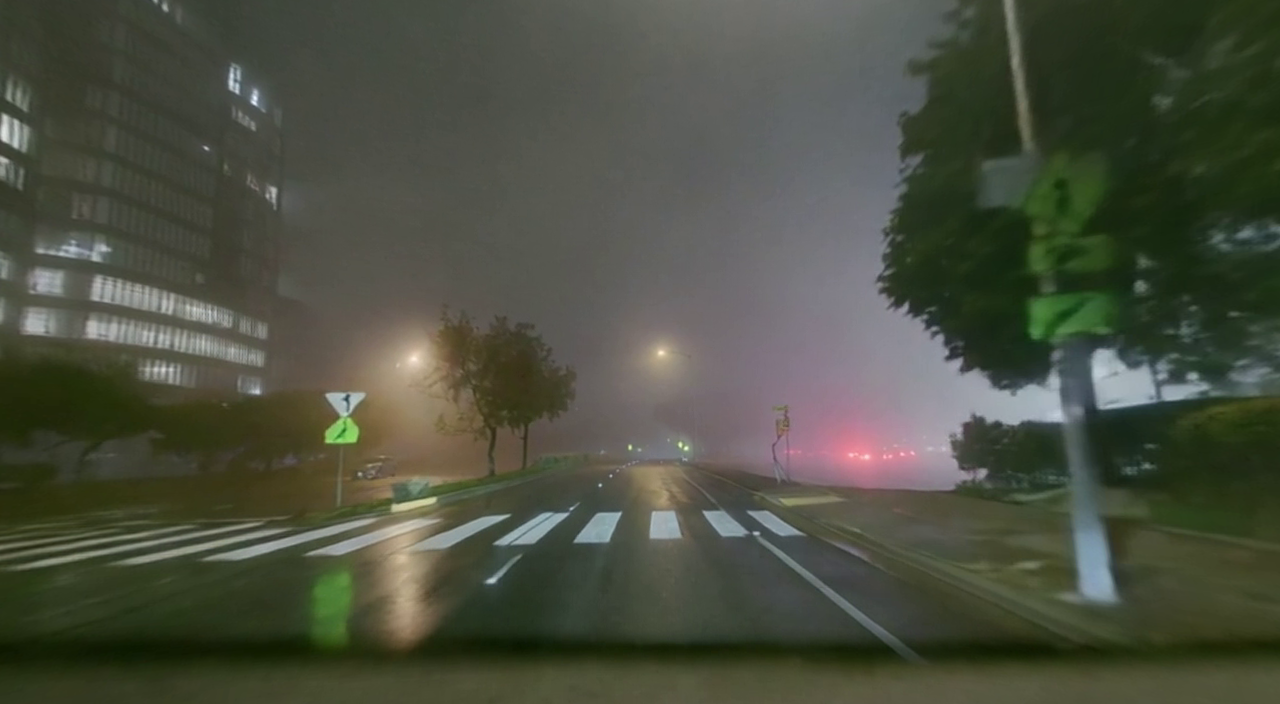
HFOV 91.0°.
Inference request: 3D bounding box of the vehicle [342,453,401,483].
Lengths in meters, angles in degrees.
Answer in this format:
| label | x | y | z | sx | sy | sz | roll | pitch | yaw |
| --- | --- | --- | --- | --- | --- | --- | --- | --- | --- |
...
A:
| label | x | y | z | sx | sy | sz | roll | pitch | yaw |
| --- | --- | --- | --- | --- | --- | --- | --- | --- | --- |
| vehicle | -16.690 | 7.203 | 39.381 | 1.807 | 1.570 | 4.557 | -4 | -9 | -1 |
